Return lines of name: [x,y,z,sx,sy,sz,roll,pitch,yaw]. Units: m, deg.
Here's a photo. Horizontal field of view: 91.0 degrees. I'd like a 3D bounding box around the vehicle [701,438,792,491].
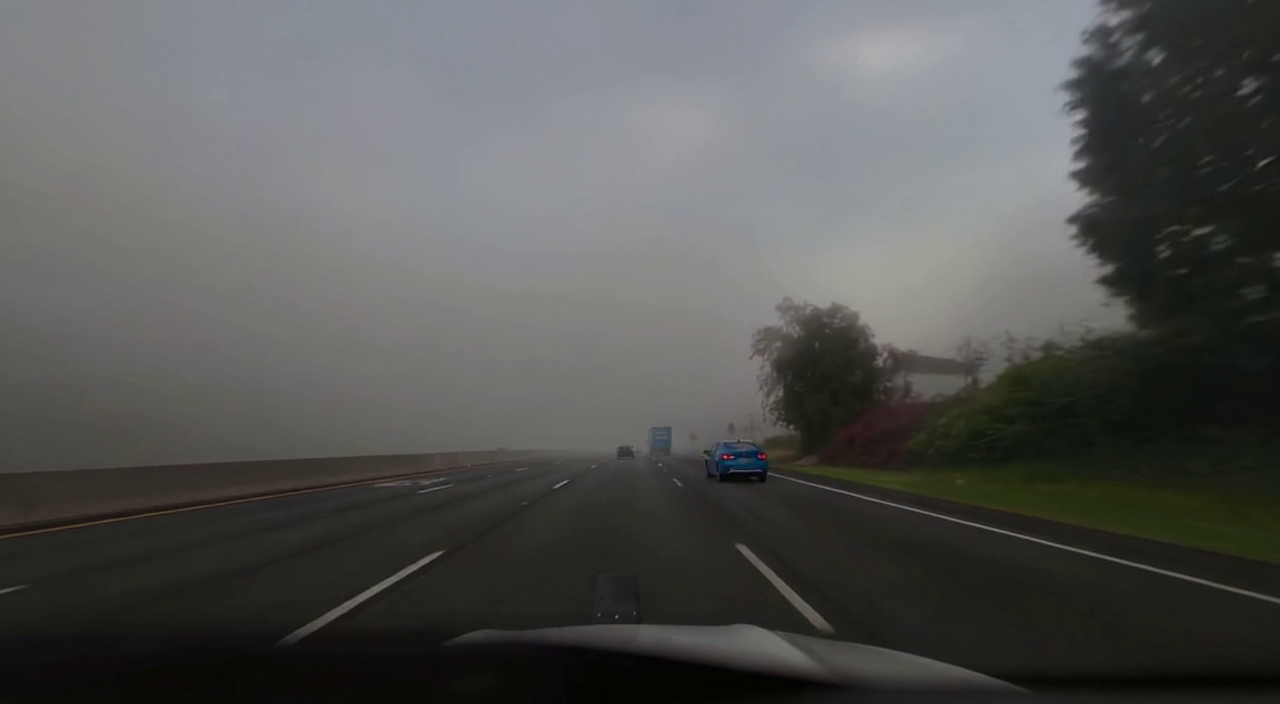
vehicle: [3.165,3.430,19.620,2.048,1.482,3.956,0,-8,-1]
